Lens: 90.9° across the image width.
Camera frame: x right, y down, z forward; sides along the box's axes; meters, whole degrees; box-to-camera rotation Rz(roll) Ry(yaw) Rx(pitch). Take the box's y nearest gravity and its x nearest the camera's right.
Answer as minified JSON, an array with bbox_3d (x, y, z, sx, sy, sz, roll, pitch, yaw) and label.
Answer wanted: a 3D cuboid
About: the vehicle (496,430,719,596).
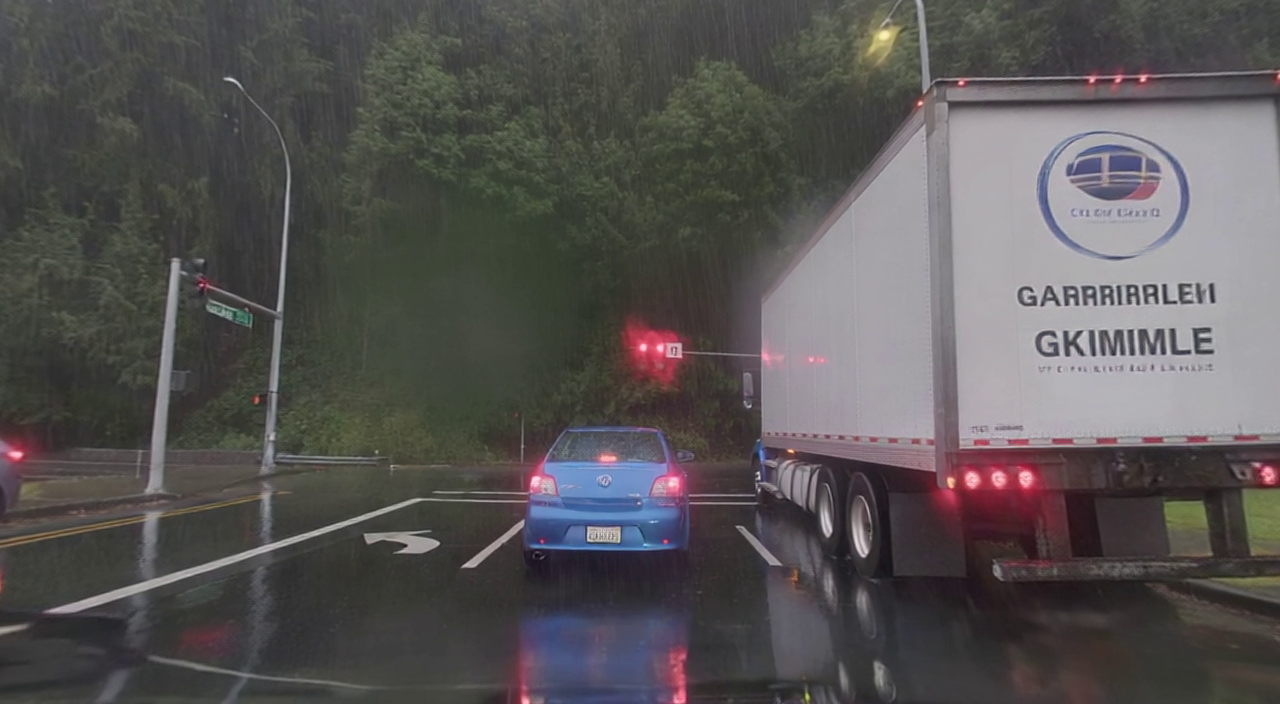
[{"bbox_3d":[-0.328,1.706,7.428,1.975,1.457,3.526,0,-9,-1],"label":"vehicle"}]

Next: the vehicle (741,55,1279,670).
[{"bbox_3d":[3.525,0.677,8.645,2.884,3.753,9.763,0,-9,2],"label":"vehicle"}]
